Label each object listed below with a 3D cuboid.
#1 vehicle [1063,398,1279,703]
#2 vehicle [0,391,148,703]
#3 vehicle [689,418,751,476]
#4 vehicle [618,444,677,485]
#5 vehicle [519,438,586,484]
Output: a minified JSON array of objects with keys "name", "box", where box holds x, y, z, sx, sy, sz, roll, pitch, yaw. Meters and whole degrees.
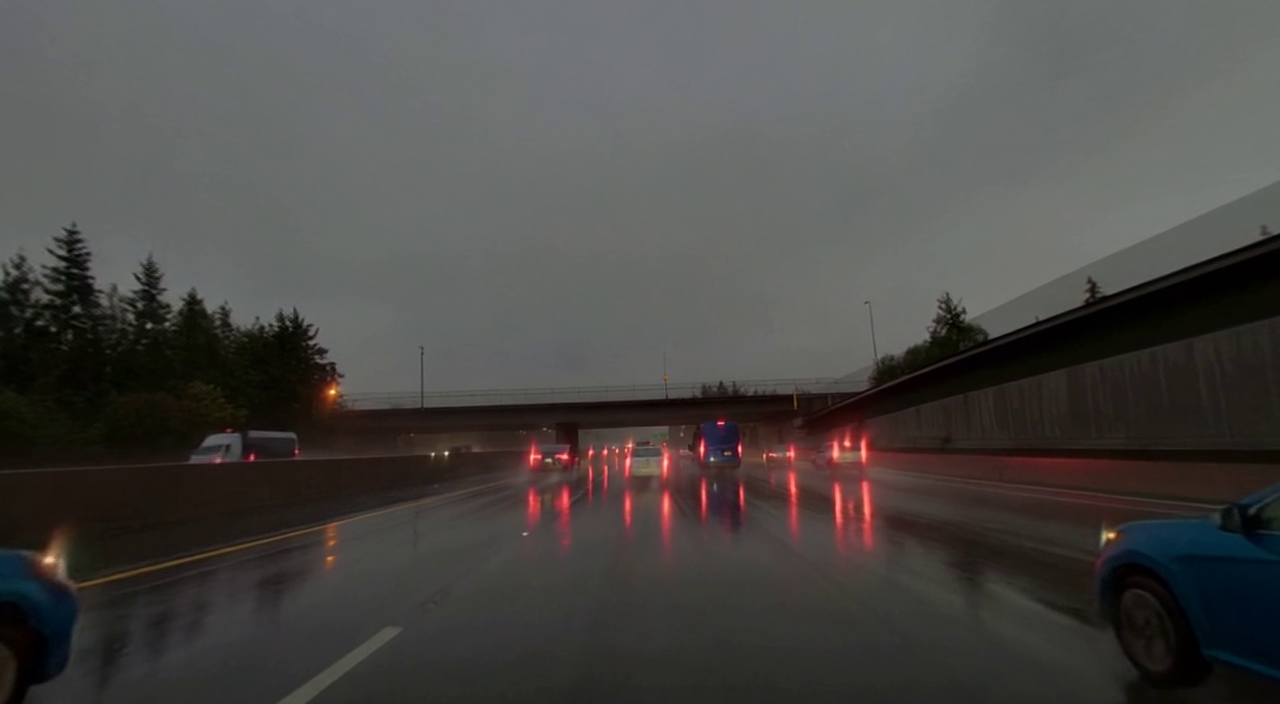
[{"name":"vehicle","box":[4.005,0.880,2.133,2.085,1.558,4.466,0,-8,1]},{"name":"vehicle","box":[-3.780,0.775,1.409,2.137,1.562,3.926,0,-8,1]},{"name":"vehicle","box":[4.172,5.115,34.067,2.436,2.745,6.607,0,-8,0]},{"name":"vehicle","box":[0.278,4.478,25.430,2.174,1.467,4.005,0,-8,0]},{"name":"vehicle","box":[-3.537,4.493,26.307,2.078,1.706,4.298,-1,-8,2]}]
